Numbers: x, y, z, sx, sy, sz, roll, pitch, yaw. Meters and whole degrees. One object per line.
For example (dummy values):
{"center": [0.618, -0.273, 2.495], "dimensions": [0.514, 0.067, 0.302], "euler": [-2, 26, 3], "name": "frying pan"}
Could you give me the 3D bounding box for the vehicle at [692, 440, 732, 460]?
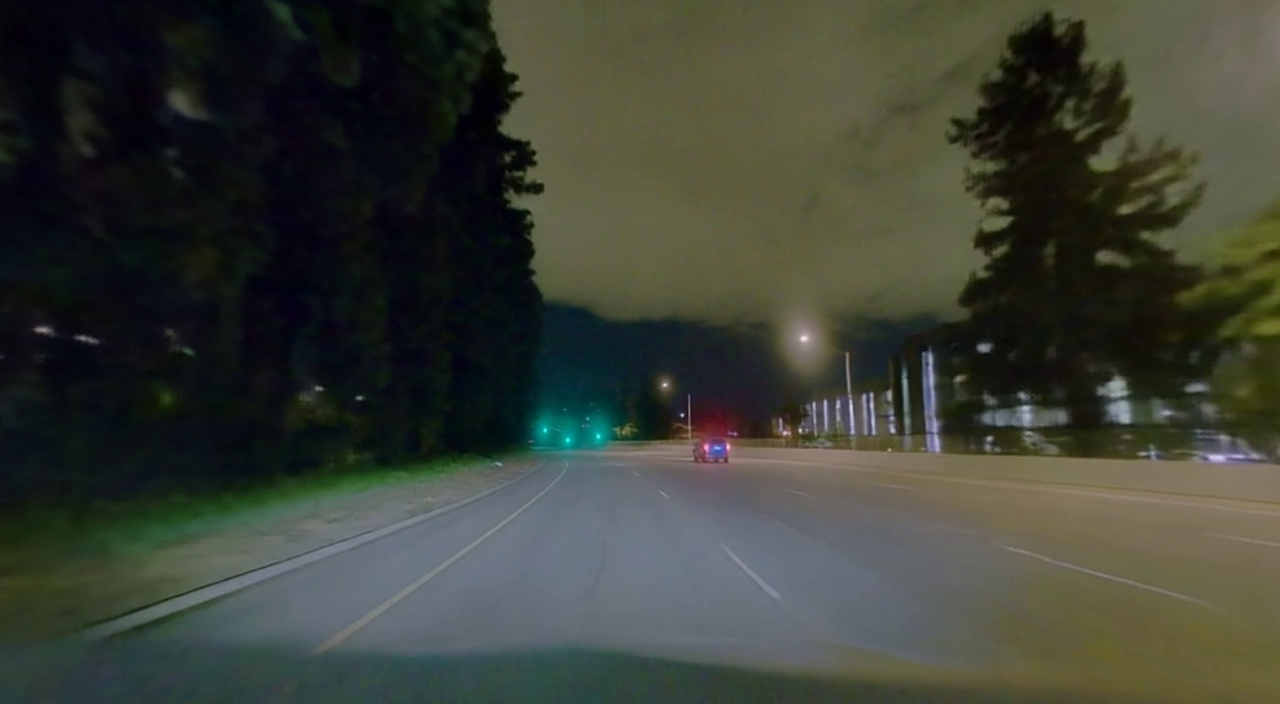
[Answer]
{"center": [5.461, 7.525, 48.382], "dimensions": [1.908, 1.483, 4.474], "euler": [1, -9, -9], "name": "vehicle"}
